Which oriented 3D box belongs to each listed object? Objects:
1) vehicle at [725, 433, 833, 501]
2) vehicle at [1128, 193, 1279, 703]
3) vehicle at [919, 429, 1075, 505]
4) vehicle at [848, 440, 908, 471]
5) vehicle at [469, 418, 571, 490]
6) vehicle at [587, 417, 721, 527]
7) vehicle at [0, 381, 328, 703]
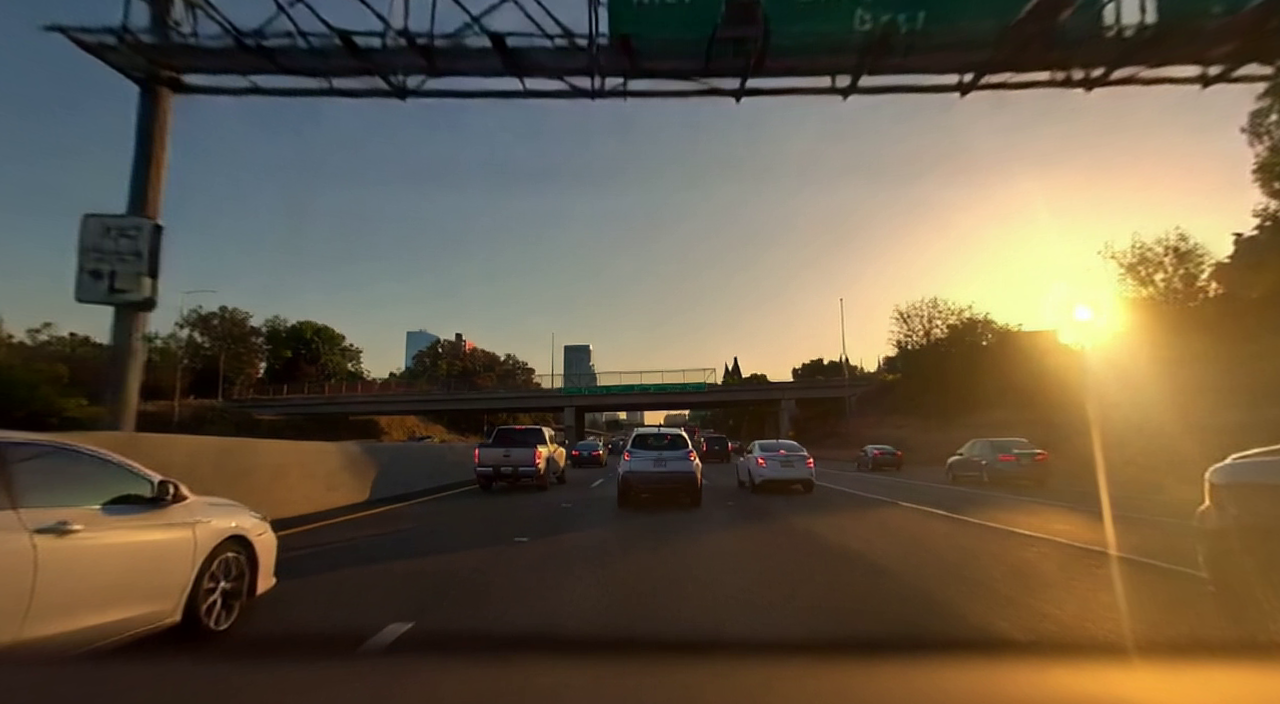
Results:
[{"bbox_3d":[3.724,3.172,17.773,2.022,1.633,4.651,0,-9,0],"label":"vehicle"},{"bbox_3d":[3.551,0.228,0.337,2.300,2.242,5.327,0,-9,1],"label":"vehicle"},{"bbox_3d":[9.555,3.088,17.332,1.977,1.795,4.208,0,-9,3],"label":"vehicle"},{"bbox_3d":[14.812,6.456,39.472,2.085,1.754,4.466,0,-9,2],"label":"vehicle"},{"bbox_3d":[-3.932,3.512,21.924,2.212,2.101,6.052,0,-9,2],"label":"vehicle"},{"bbox_3d":[0.256,2.268,12.420,2.181,1.756,4.167,0,-9,1],"label":"vehicle"},{"bbox_3d":[-3.669,0.942,2.835,2.014,1.579,4.761,0,-9,1],"label":"vehicle"}]
